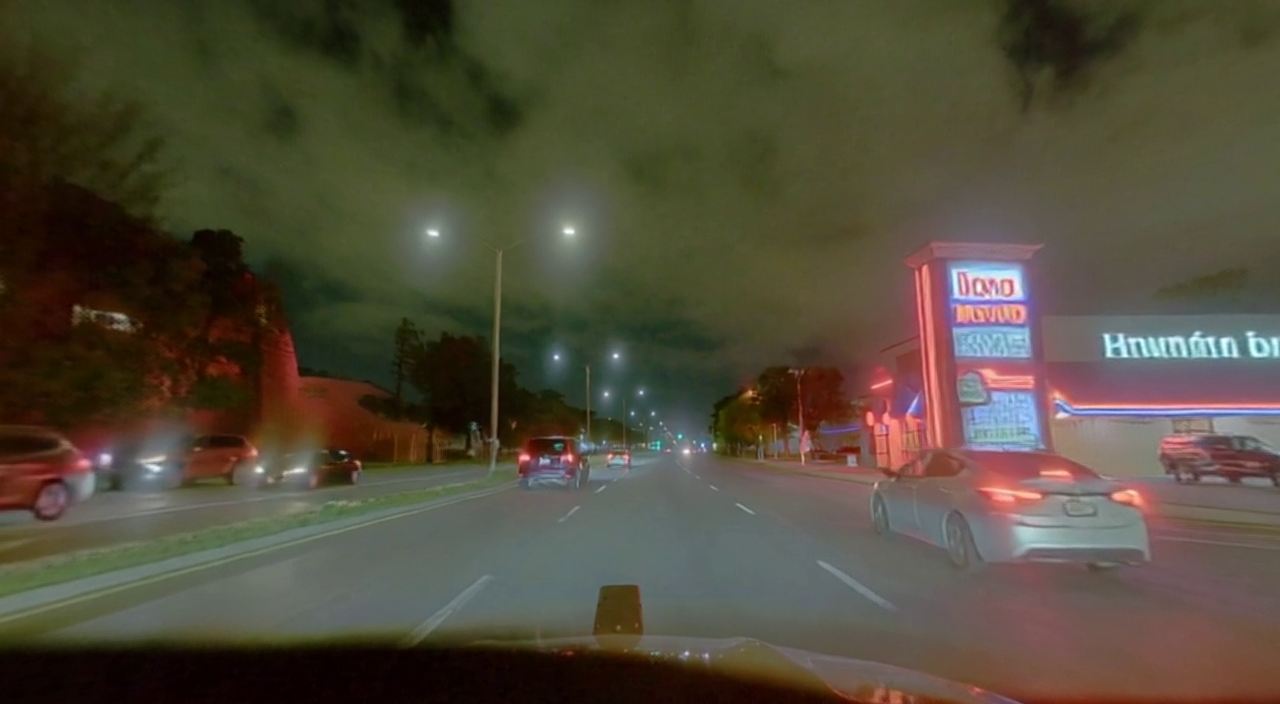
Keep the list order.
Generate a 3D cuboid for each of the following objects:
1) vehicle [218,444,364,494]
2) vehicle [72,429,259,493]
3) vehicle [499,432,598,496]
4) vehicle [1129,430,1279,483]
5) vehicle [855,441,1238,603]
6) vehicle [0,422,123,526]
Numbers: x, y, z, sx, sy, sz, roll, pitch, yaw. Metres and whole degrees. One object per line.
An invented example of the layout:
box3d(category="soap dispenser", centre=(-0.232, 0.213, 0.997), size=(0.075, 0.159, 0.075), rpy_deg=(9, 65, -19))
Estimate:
box3d(category="vehicle", centre=(-11.405, 3.836, 21.145), size=(1.960, 1.451, 4.870), rpy_deg=(-1, -9, 2))
box3d(category="vehicle", centre=(-14.993, 3.468, 20.453), size=(2.097, 1.813, 4.998), rpy_deg=(0, -9, 1))
box3d(category="vehicle", centre=(-2.835, 3.627, 20.888), size=(2.305, 1.833, 4.912), rpy_deg=(-1, -9, 3))
box3d(category="vehicle", centre=(24.344, 4.286, 26.086), size=(2.429, 1.938, 6.118), rpy_deg=(2, -9, -17))
box3d(category="vehicle", centre=(4.495, 1.900, 8.059), size=(1.960, 1.471, 4.378), rpy_deg=(0, -9, 0))
box3d(category="vehicle", centre=(-11.730, 2.049, 10.590), size=(2.016, 1.710, 4.734), rpy_deg=(0, -9, 1))
